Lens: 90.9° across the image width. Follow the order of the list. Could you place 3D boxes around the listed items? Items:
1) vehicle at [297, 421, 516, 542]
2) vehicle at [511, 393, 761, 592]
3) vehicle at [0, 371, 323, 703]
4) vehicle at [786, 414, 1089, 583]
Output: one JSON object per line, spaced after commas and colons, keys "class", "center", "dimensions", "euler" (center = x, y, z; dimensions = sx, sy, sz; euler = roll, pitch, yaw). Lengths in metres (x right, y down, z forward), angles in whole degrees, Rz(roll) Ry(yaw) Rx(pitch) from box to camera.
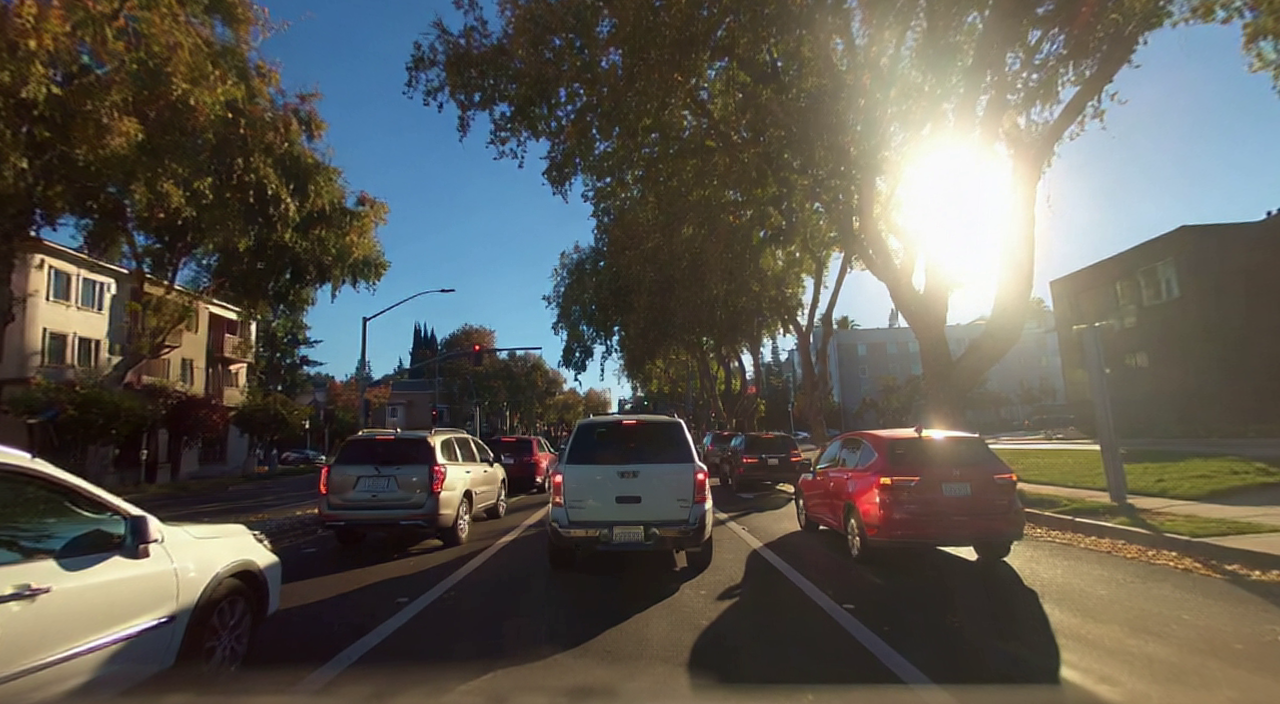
{"class": "vehicle", "center": [-3.662, 2.108, 10.921], "dimensions": [2.042, 1.641, 4.314], "euler": [0, -8, 1]}
{"class": "vehicle", "center": [-0.012, 1.530, 7.642], "dimensions": [2.193, 1.744, 4.033], "euler": [0, -8, 1]}
{"class": "vehicle", "center": [-3.782, 0.986, 3.292], "dimensions": [1.929, 1.641, 4.193], "euler": [0, -8, 2]}
{"class": "vehicle", "center": [3.258, 1.662, 7.864], "dimensions": [1.922, 1.579, 3.642], "euler": [0, -8, -1]}
